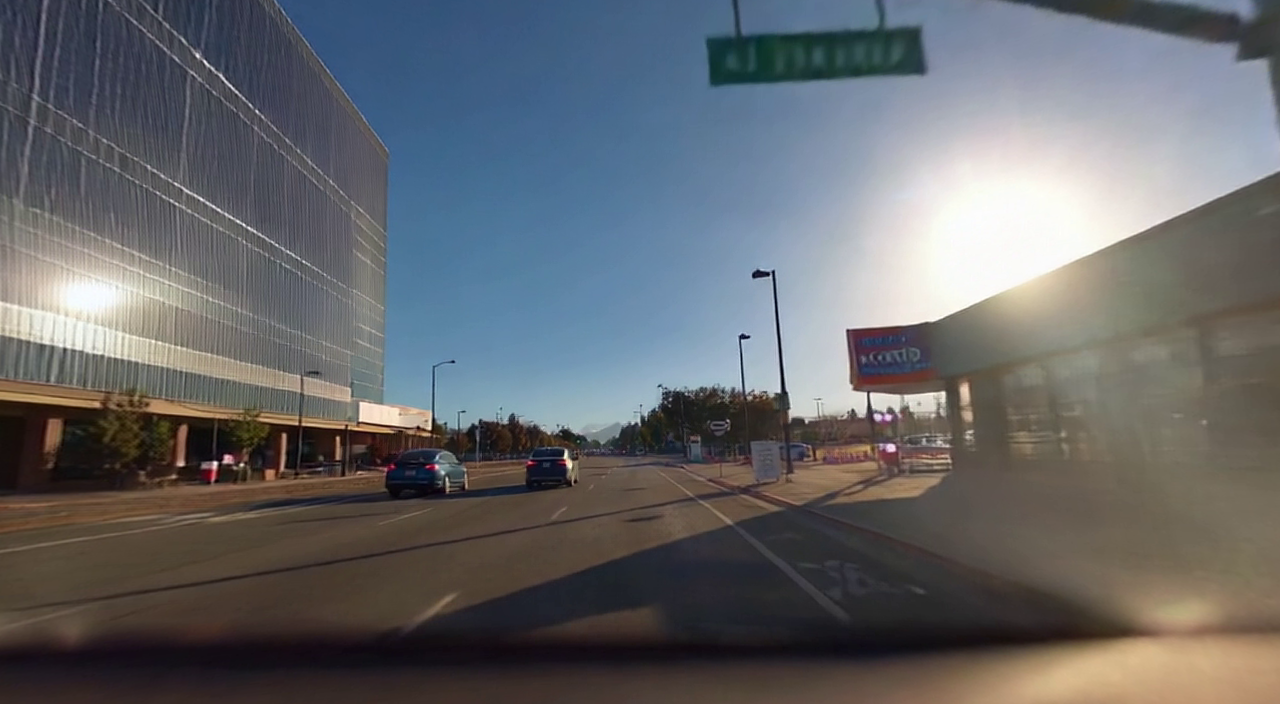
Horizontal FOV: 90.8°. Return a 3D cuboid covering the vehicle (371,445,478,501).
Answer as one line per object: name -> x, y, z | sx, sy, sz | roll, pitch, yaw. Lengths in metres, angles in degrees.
vehicle -> -6.868, 3.876, 20.731 | 1.909, 1.605, 4.561 | 0, -9, 0

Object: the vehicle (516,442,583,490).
vehicle -> -3.474, 4.464, 25.095 | 2.052, 1.729, 4.195 | 0, -9, 0
